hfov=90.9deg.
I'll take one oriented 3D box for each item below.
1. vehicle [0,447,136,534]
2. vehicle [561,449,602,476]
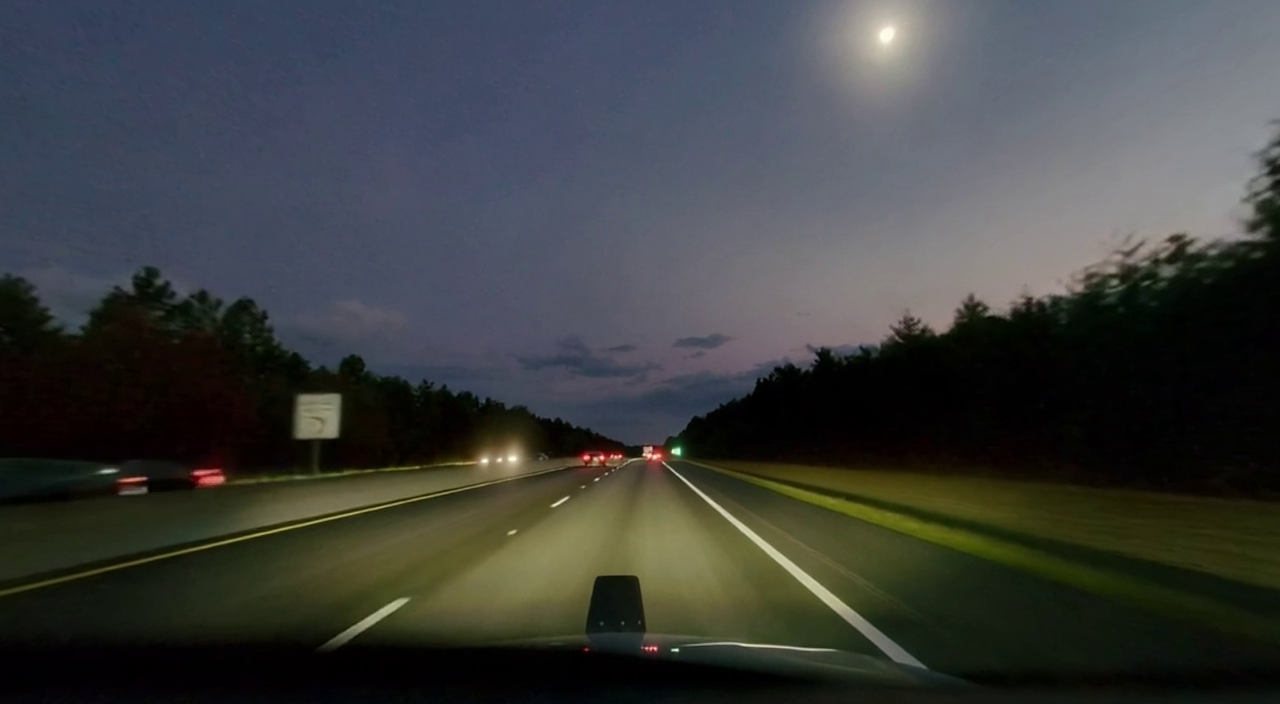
[{"bbox_3d":[-12.573,2.594,11.963,2.005,1.555,4.819,0,-9,0],"label":"vehicle"},{"bbox_3d":[-3.394,6.549,37.522,1.970,1.483,4.097,-1,-9,1],"label":"vehicle"}]
